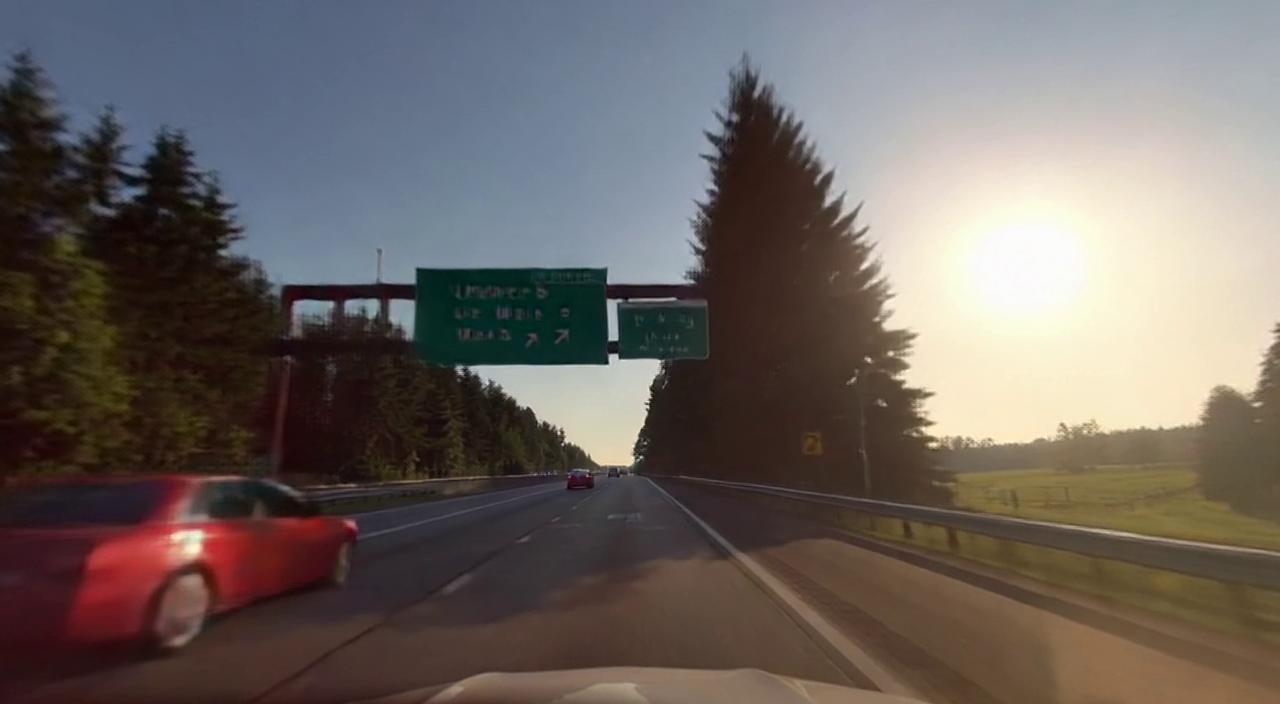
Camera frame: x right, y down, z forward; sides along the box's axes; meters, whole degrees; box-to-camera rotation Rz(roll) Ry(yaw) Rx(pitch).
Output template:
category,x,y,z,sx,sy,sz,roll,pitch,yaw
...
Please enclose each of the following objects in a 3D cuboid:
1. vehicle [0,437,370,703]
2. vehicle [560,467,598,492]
category,x,y,z,sx,sy,sz,roll,pitch,yaw
vehicle,-4.042,1.459,4.703,1.995,1.467,4.467,1,-11,1
vehicle,-3.846,8.130,40.311,1.954,1.509,4.094,1,-11,0
